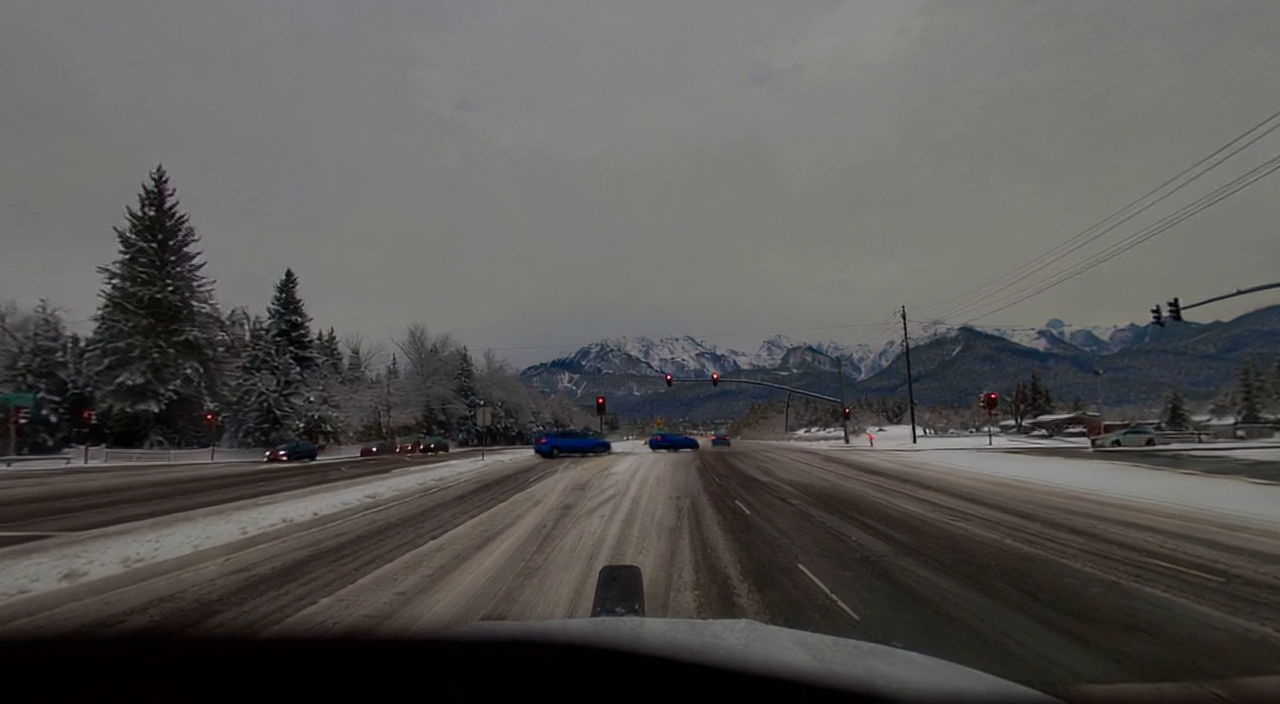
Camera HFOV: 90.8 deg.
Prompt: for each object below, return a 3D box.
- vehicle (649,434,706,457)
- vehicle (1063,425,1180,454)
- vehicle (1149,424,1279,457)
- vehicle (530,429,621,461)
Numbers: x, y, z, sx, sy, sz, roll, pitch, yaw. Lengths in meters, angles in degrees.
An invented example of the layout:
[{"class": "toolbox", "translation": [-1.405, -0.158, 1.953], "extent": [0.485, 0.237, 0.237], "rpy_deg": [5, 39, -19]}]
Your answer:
[{"class": "vehicle", "translation": [2.674, 6.530, 44.191], "extent": [2.044, 1.542, 4.218], "rpy_deg": [-6, -10, 36]}, {"class": "vehicle", "translation": [28.268, 5.157, 37.209], "extent": [5.100, 1.680, 2.055], "rpy_deg": [0, -8, 1]}, {"class": "vehicle", "translation": [27.284, 4.196, 29.815], "extent": [4.778, 1.495, 1.959], "rpy_deg": [0, -8, 0]}, {"class": "vehicle", "translation": [-3.692, 5.372, 36.446], "extent": [4.812, 1.735, 2.105], "rpy_deg": [6, -11, -37]}]
